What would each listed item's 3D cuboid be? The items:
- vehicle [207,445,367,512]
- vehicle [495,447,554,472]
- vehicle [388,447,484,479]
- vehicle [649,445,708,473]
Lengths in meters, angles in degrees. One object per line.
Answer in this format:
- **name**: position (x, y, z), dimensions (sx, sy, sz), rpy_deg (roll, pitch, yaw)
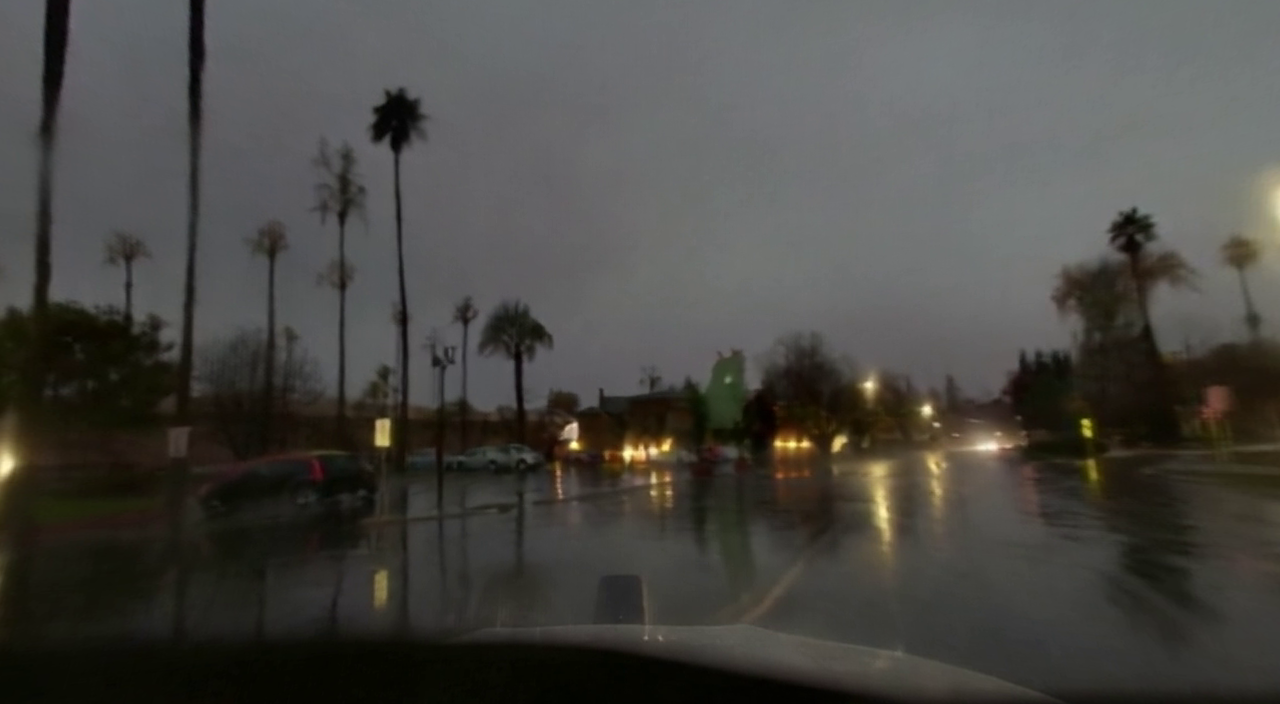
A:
- **vehicle**: position (-11.070, 3.955, 20.332), dimensions (2.174, 1.863, 4.651), rpy_deg (0, -9, 4)
- **vehicle**: position (-8.670, 8.047, 47.624), dimensions (3.928, 1.784, 1.895), rpy_deg (-3, -9, 21)
- **vehicle**: position (-12.164, 6.572, 37.662), dimensions (5.193, 1.830, 2.049), rpy_deg (-3, -9, 20)
- **vehicle**: position (2.619, 7.201, 42.631), dimensions (3.635, 1.521, 1.726), rpy_deg (1, -5, 19)
